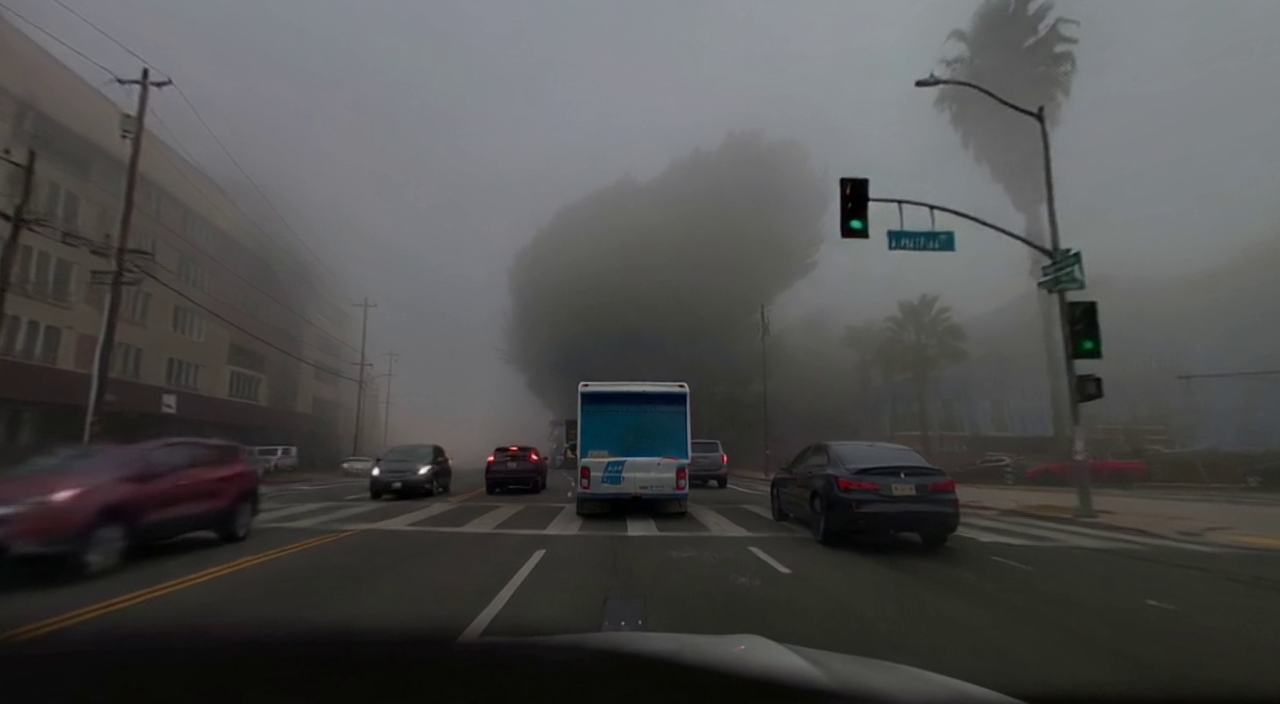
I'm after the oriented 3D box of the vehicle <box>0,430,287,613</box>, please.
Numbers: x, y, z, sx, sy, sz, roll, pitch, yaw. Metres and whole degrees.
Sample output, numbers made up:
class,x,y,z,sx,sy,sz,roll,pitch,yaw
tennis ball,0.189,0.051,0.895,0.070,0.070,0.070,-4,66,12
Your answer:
class,x,y,z,sx,sy,sz,roll,pitch,yaw
vehicle,-6.126,1.699,7.299,1.801,1.524,3.974,0,-8,-1

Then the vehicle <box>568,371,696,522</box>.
class,x,y,z,sx,sy,sz,roll,pitch,yaw
vehicle,-0.440,2.262,15.502,2.517,2.926,6.177,1,-8,-5

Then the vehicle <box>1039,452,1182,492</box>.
class,x,y,z,sx,sy,sz,roll,pitch,yaw
vehicle,20.839,5.295,28.054,1.819,1.498,4.664,4,-9,-26

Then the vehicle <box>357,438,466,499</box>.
class,x,y,z,sx,sy,sz,roll,pitch,yaw
vehicle,-7.107,3.611,20.081,2.165,1.690,4.322,0,-8,-5

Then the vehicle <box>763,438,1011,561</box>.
class,x,y,z,sx,sy,sz,roll,pitch,yaw
vehicle,3.568,2.171,10.248,1.978,1.507,4.636,0,-8,-3

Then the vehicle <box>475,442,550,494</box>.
class,x,y,z,sx,sy,sz,roll,pitch,yaw
vehicle,-4.267,3.913,21.766,2.033,1.555,4.408,0,-8,-5
